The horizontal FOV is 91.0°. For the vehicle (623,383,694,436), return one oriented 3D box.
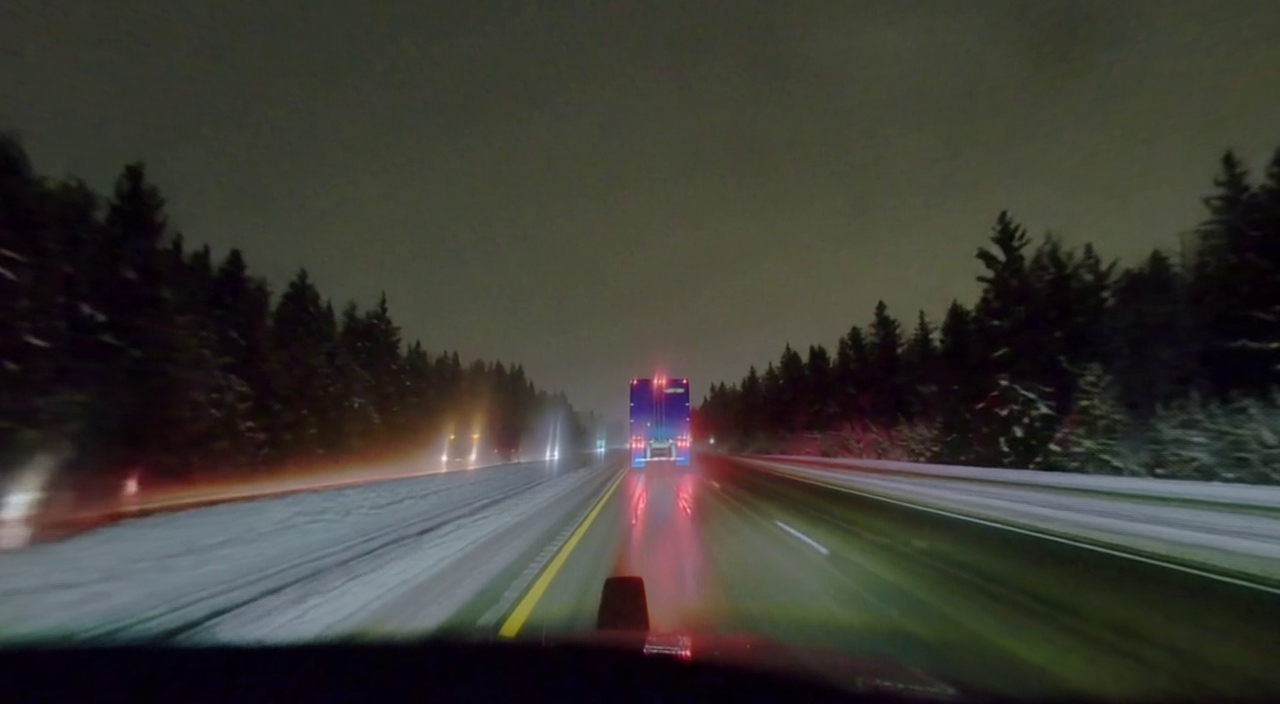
[{"bbox_3d":[0.621,2.429,25.576,2.509,1.890,4.732,0,-8,-3],"label":"vehicle"}]

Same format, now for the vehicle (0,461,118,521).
[{"bbox_3d":[-18.018,3.987,18.248,1.859,1.493,4.490,-1,-8,1],"label":"vehicle"}]
